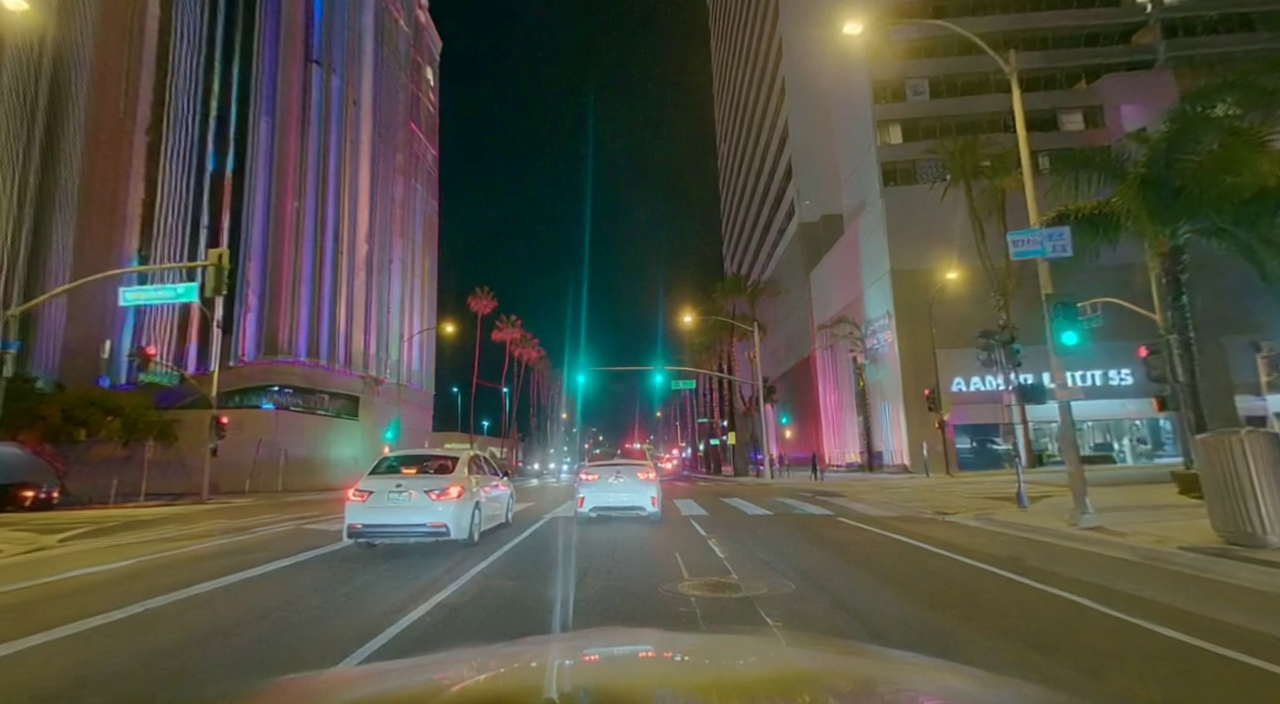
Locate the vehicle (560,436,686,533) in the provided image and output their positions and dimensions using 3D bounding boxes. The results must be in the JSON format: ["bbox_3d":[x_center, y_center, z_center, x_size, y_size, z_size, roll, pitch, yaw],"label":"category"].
[{"bbox_3d":[-0.326,2.555,12.736,2.145,1.632,3.972,0,-9,-1],"label":"vehicle"}]

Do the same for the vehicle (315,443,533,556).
[{"bbox_3d":[-3.292,2.332,10.823,2.096,1.492,4.666,0,-9,0],"label":"vehicle"}]
